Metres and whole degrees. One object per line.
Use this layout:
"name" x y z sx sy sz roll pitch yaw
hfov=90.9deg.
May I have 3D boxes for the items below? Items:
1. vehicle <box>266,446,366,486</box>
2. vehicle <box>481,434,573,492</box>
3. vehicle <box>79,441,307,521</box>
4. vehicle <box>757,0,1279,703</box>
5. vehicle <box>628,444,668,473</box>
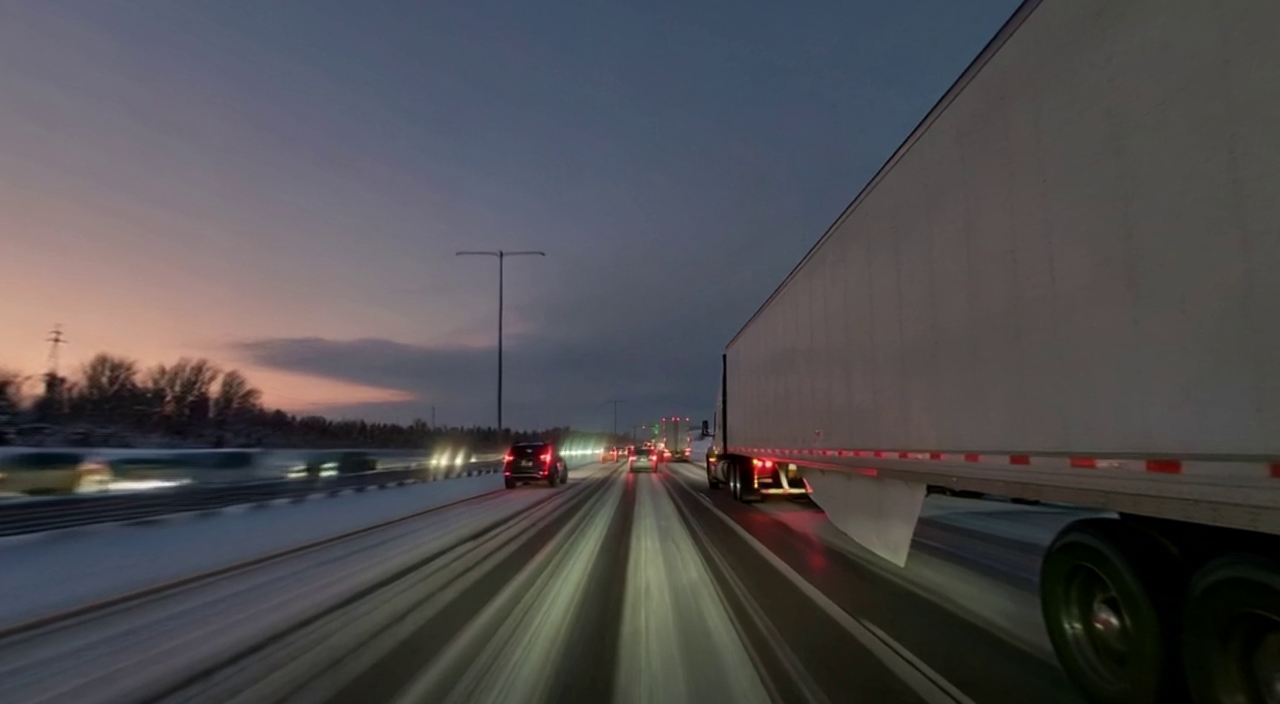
"vehicle" -16.079 5.670 31.728 2.097 1.801 5.408 0 -9 1
"vehicle" -3.697 3.755 21.684 2.091 1.722 4.974 0 -9 2
"vehicle" -9.596 2.771 14.118 1.910 1.496 4.323 0 -9 0
"vehicle" 3.872 0.289 6.981 2.821 4.077 12.562 0 -9 0
"vehicle" 0.409 5.738 34.300 2.063 1.469 4.208 0 -9 0
